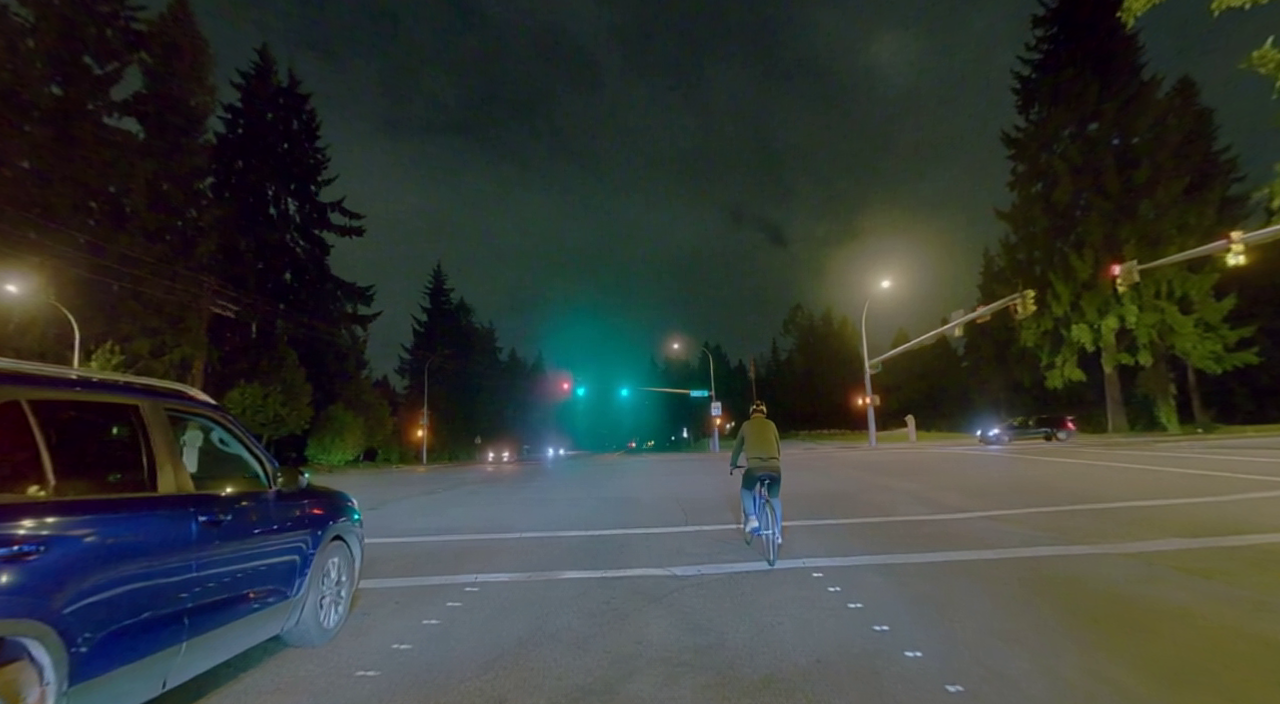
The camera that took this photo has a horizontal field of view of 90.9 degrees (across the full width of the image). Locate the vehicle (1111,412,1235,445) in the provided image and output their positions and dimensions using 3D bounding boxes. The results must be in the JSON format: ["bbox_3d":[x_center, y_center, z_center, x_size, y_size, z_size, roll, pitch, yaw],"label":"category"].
[{"bbox_3d":[25.742,3.726,30.509,4.716,1.507,1.904,2,-9,-11],"label":"vehicle"}]

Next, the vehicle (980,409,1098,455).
[{"bbox_3d":[18.546,3.752,29.392,4.237,1.948,1.997,0,-9,-9],"label":"vehicle"}]

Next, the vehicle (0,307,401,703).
[{"bbox_3d":[-2.969,0.872,2.752,2.049,1.756,4.602,0,-8,0],"label":"vehicle"}]
